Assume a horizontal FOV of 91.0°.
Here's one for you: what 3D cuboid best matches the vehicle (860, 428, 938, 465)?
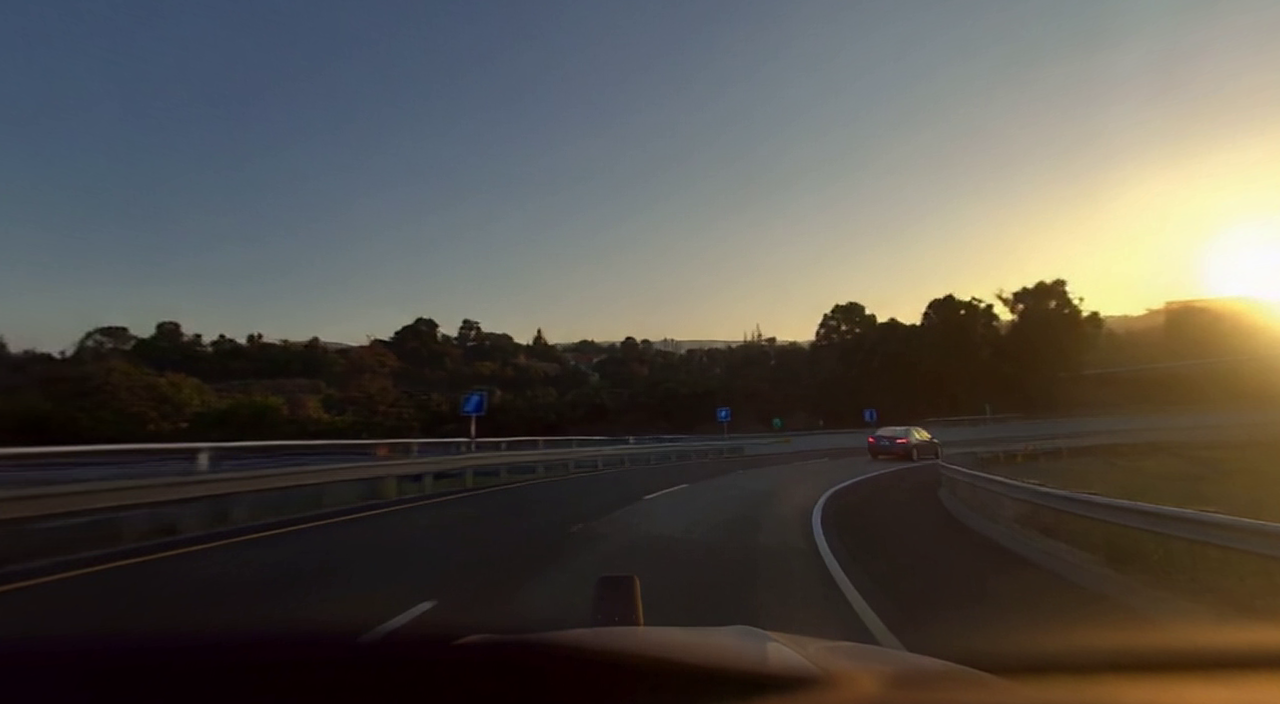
[{"bbox_3d":[11.610,4.174,28.053,2.028,1.440,3.970,-3,-8,42],"label":"vehicle"}]
